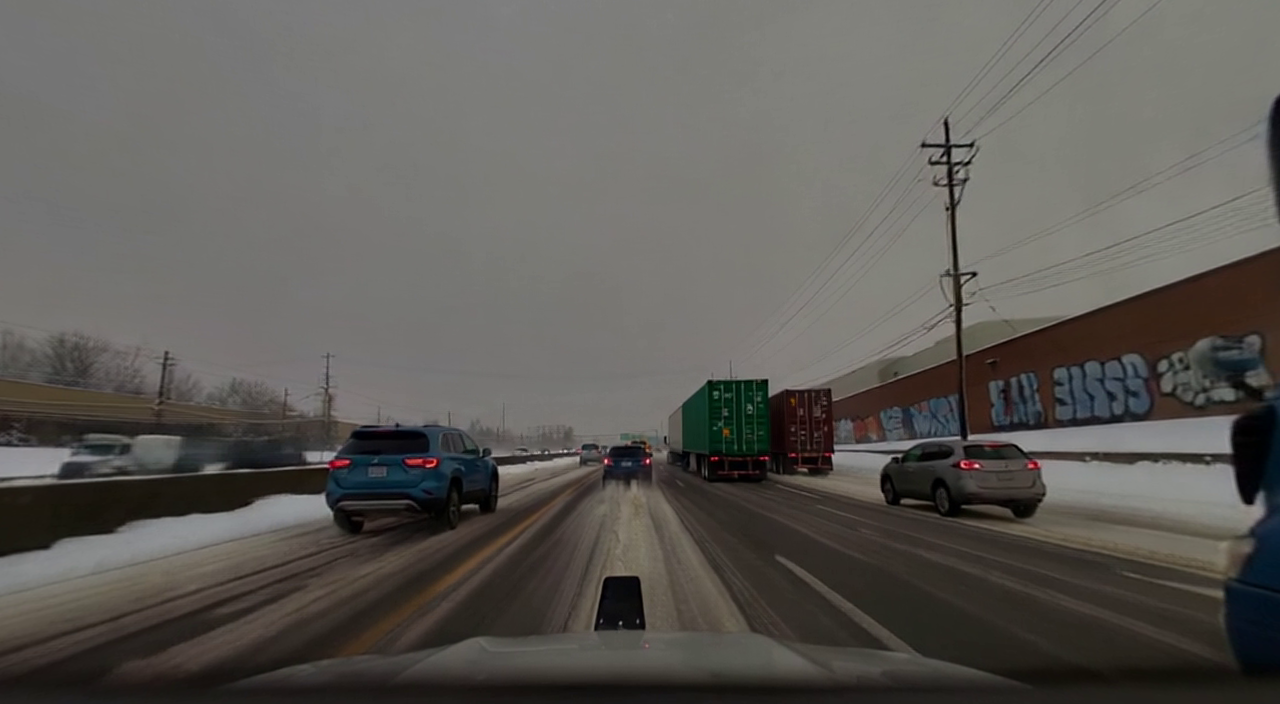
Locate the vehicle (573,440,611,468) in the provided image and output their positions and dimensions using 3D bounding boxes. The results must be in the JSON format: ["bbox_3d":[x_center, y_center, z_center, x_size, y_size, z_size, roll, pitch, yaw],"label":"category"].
[{"bbox_3d":[-3.378,7.268,45.098,2.243,1.820,4.473,0,-9,1],"label":"vehicle"}]

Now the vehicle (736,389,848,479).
[{"bbox_3d":[7.775,4.625,34.735,2.868,4.017,12.827,0,-9,0],"label":"vehicle"}]

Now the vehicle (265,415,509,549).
[{"bbox_3d":[-3.941,2.128,10.971,2.264,1.804,4.584,0,-9,1],"label":"vehicle"}]

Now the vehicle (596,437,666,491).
[{"bbox_3d":[-0.277,3.842,21.931,2.191,1.685,4.015,0,-9,0],"label":"vehicle"}]

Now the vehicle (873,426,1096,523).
[{"bbox_3d":[7.079,2.561,13.752,2.202,1.731,4.628,0,-9,0],"label":"vehicle"}]

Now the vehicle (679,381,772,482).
[{"bbox_3d":[3.864,4.199,32.118,2.800,4.039,13.179,0,-9,0],"label":"vehicle"}]

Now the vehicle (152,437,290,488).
[{"bbox_3d":[-14.663,3.896,22.474,1.937,1.610,4.382,0,-9,-1],"label":"vehicle"}]

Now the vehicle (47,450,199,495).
[{"bbox_3d":[-18.903,4.391,23.428,1.905,1.483,4.429,0,-9,-1],"label":"vehicle"}]
